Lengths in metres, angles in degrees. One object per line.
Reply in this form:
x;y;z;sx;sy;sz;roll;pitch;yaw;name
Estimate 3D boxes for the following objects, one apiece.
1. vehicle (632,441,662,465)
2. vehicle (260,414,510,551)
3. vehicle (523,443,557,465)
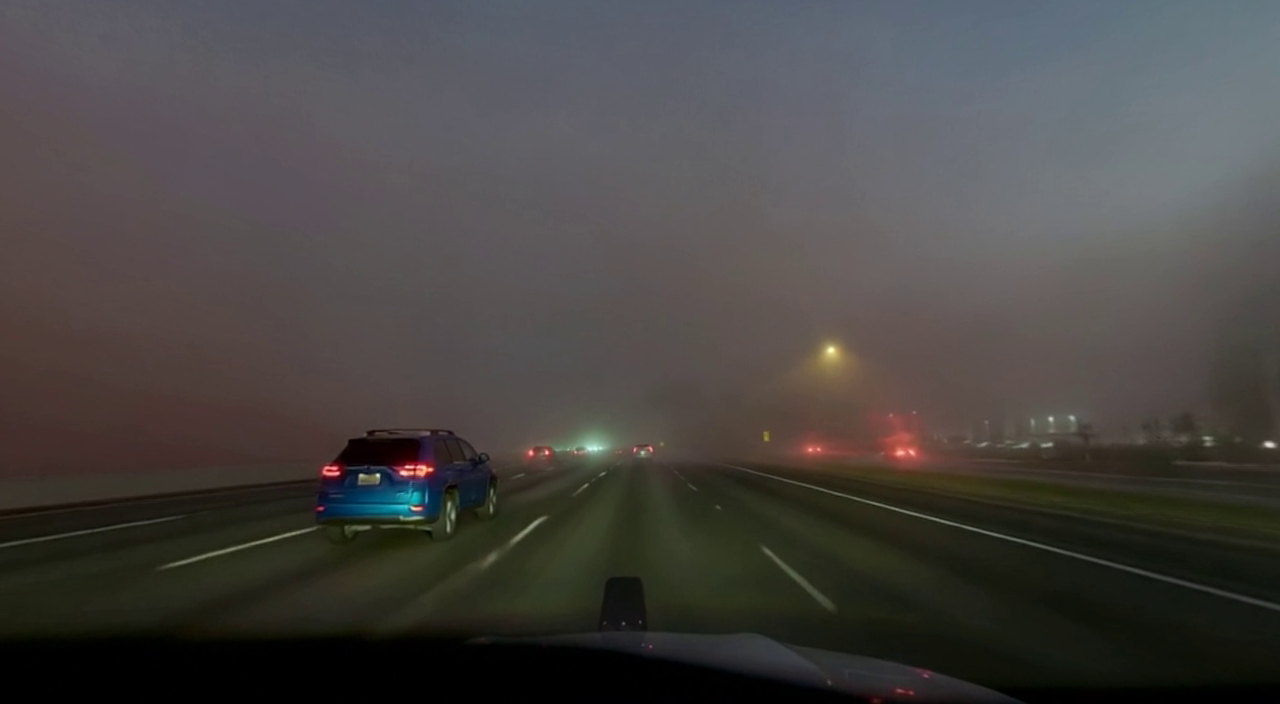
0.480;7.340;46.019;2.023;1.589;4.030;0;-8;0;vehicle
-3.791;2.035;10.488;2.214;1.759;4.435;-1;-8;1;vehicle
-7.726;7.920;49.107;1.871;1.542;4.371;-1;-8;0;vehicle
